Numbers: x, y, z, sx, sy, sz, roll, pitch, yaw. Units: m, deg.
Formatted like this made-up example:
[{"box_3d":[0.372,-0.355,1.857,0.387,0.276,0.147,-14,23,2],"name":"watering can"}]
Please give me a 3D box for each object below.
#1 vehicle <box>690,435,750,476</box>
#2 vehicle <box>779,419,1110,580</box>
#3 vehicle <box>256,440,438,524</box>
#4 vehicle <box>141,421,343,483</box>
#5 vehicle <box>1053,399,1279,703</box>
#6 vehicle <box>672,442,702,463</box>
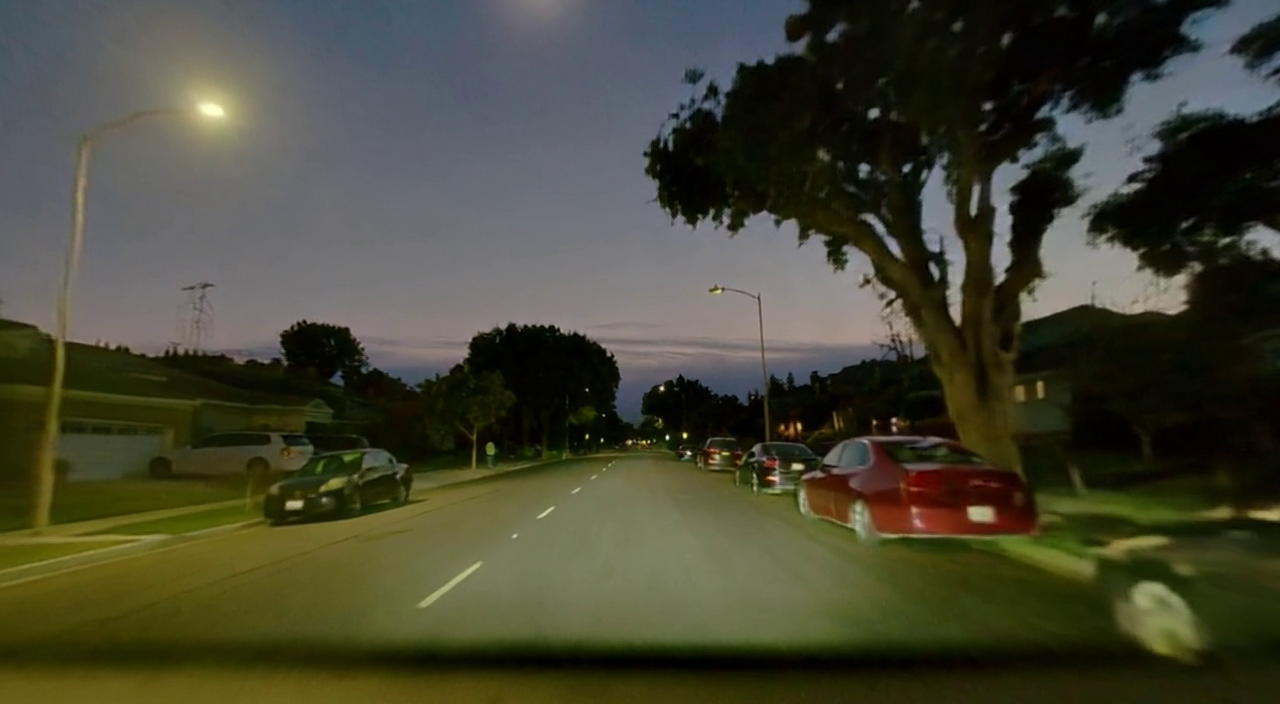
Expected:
[{"box_3d":[3.715,4.914,30.132,2.039,1.780,4.884,0,-8,-2],"name":"vehicle"},{"box_3d":[3.734,1.904,9.201,2.157,1.639,5.297,0,-8,-1],"name":"vehicle"},{"box_3d":[-6.355,2.815,14.386,1.985,1.497,4.655,-2,-8,-1],"name":"vehicle"},{"box_3d":[-14.224,3.614,22.829,5.681,2.094,2.344,0,-8,0],"name":"vehicle"},{"box_3d":[3.829,0.884,2.030,1.917,1.569,4.460,0,-8,0],"name":"vehicle"},{"box_3d":[3.667,7.916,49.635,1.897,1.521,4.835,0,-8,-1],"name":"vehicle"}]
